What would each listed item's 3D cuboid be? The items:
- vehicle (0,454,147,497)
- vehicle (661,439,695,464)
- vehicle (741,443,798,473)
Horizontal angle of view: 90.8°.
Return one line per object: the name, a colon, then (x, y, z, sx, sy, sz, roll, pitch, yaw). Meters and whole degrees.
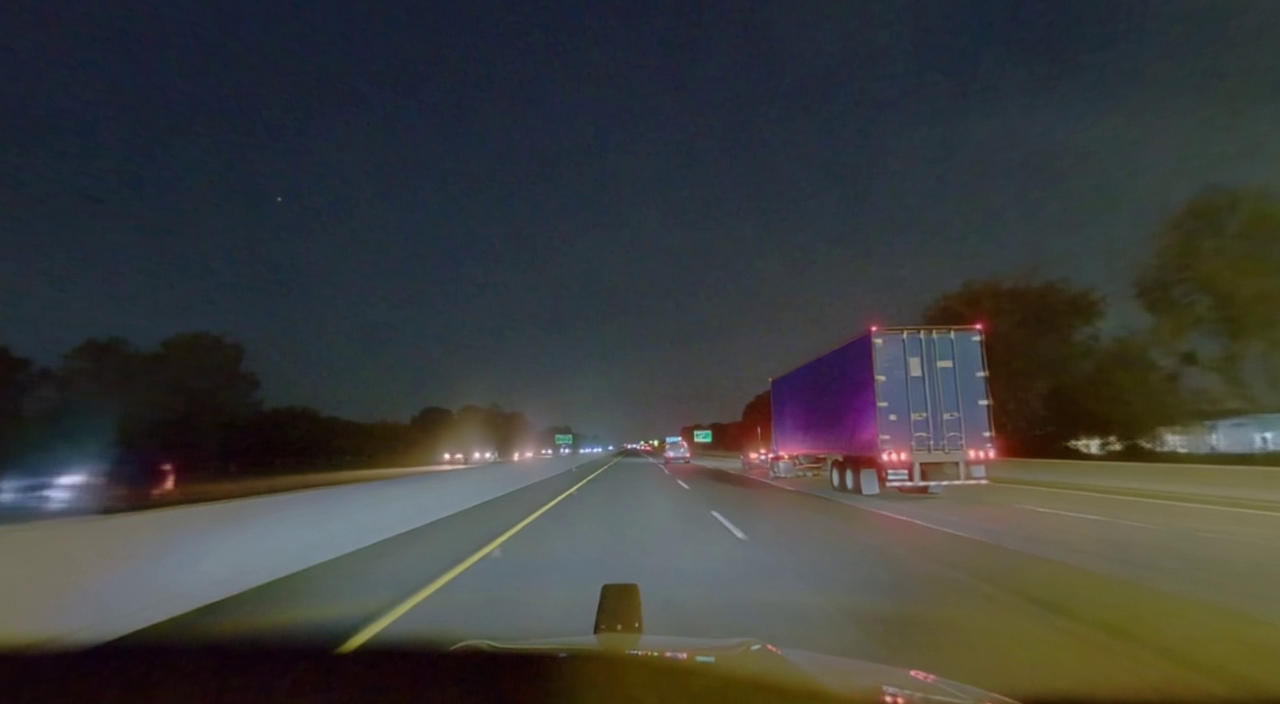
vehicle: (-22.389, 4.821, 25.109, 1.825, 1.465, 4.645, 0, -9, 0)
vehicle: (2.869, 7.664, 48.601, 2.258, 1.824, 4.908, 0, -9, -1)
vehicle: (6.744, 5.546, 33.300, 2.009, 1.456, 4.097, 0, -9, -1)
